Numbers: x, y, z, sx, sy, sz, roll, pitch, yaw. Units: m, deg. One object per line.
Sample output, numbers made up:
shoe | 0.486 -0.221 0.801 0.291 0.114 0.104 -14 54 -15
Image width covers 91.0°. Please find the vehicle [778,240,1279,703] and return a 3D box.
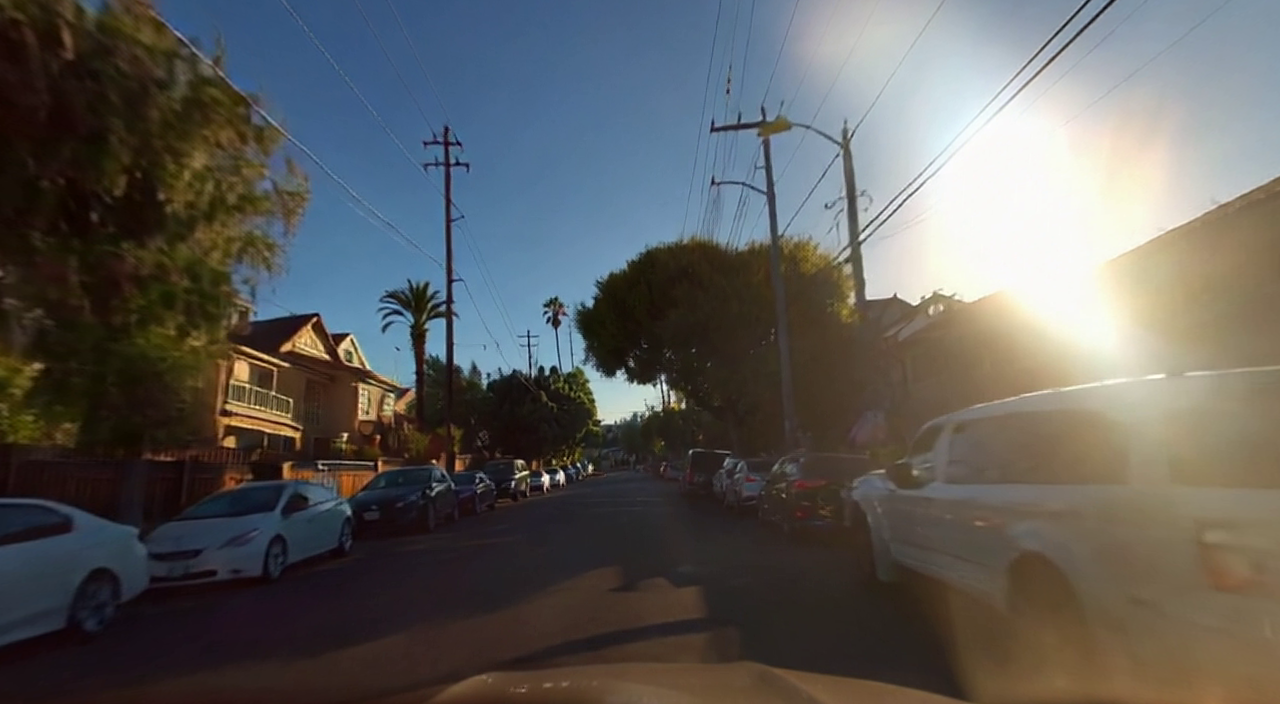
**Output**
vehicle | 2.944 1.068 4.718 2.268 1.953 6.124 0 -8 -2

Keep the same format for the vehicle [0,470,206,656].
vehicle | -6.517 1.958 5.854 1.841 1.491 4.525 0 -8 -2

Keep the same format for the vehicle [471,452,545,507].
vehicle | -6.172 6.015 30.312 2.281 2.248 5.873 0 -8 0

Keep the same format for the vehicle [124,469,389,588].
vehicle | -6.313 2.909 11.184 1.874 1.449 4.622 0 -8 -1

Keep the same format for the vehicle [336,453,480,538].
vehicle | -6.263 3.881 17.788 2.349 1.952 4.848 0 -8 -2
